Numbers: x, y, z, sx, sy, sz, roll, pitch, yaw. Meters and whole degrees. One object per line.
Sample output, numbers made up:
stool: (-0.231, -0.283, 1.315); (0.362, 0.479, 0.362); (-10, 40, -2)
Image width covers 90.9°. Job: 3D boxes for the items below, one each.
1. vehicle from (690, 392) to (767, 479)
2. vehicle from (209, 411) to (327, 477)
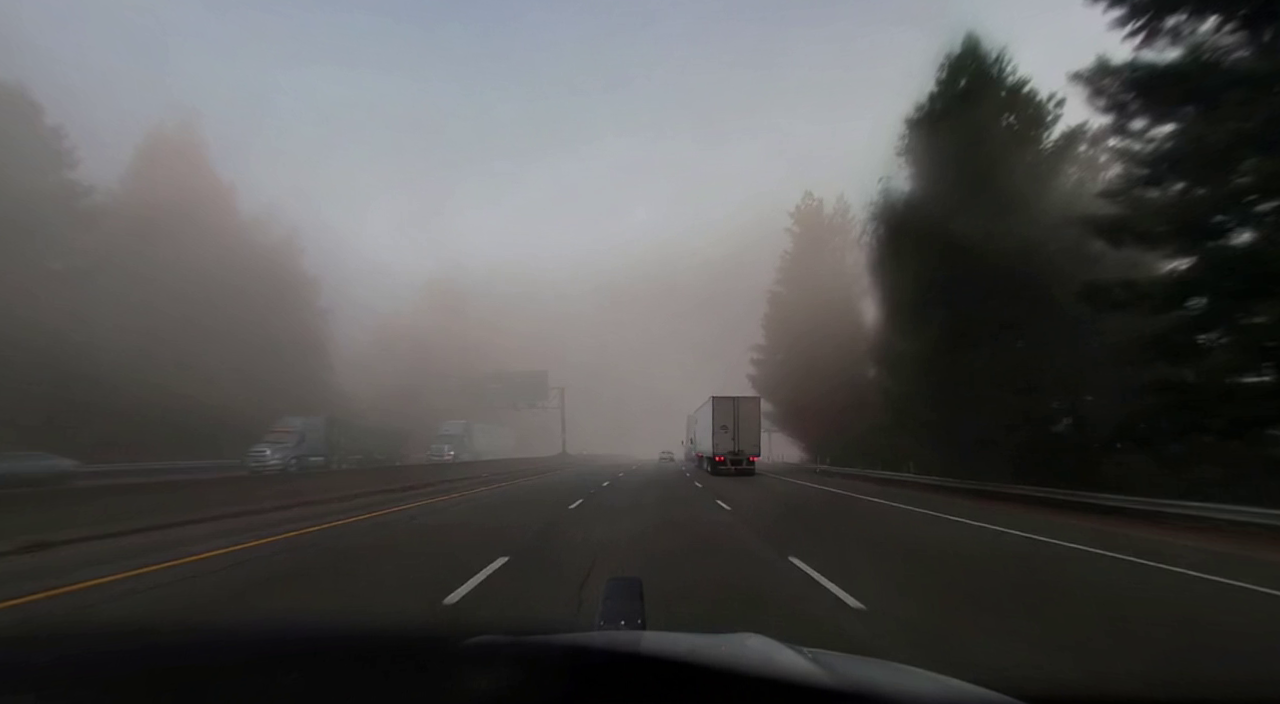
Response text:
vehicle: (4.936, 5.112, 38.276); (2.826, 4.269, 14.176); (-1, -8, 1)
vehicle: (-22.088, 5.516, 37.926); (3.183, 3.642, 5.959); (0, -8, 2)
